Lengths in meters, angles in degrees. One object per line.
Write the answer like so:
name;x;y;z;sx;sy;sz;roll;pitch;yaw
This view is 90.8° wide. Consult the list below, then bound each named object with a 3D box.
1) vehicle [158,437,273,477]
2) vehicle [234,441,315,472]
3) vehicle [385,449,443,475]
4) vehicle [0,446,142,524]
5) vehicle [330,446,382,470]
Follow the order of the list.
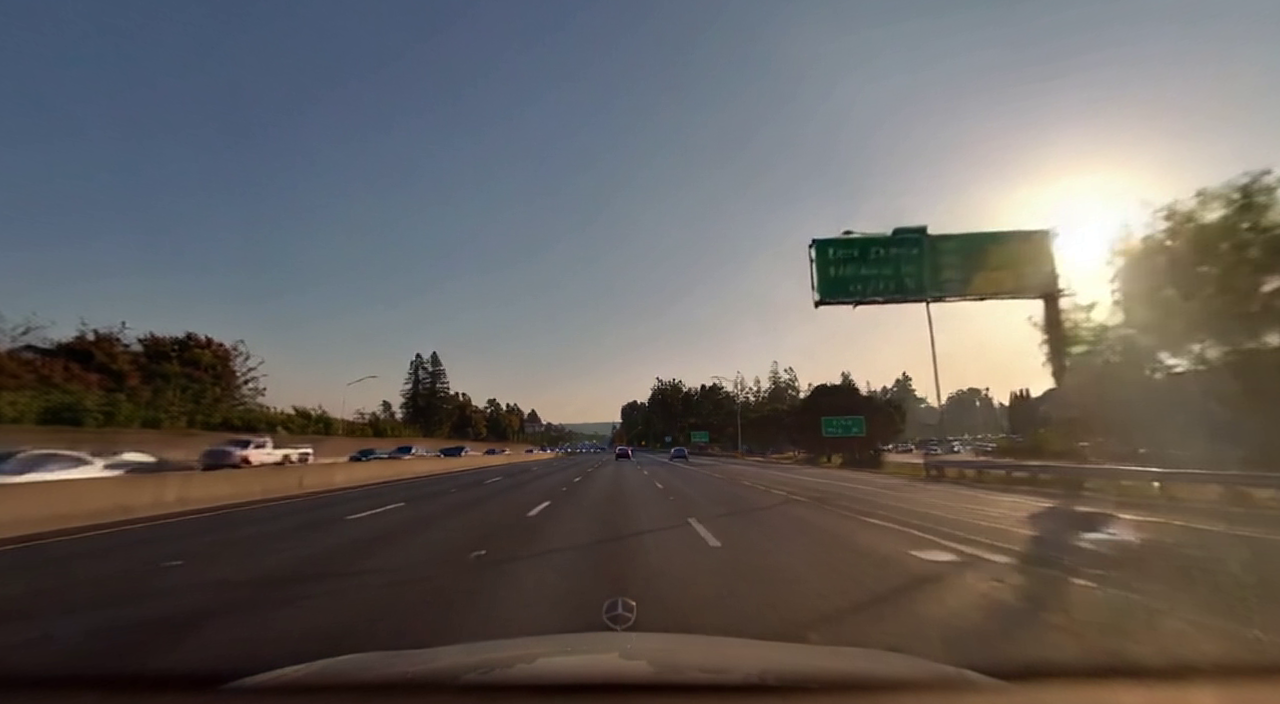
vehicle;-23.319;5.769;35.098;2.290;1.994;6.114;0;-9;-2
vehicle;-23.574;6.747;41.063;2.336;1.904;5.050;0;-9;-2
vehicle;-13.406;6.533;37.724;1.881;1.427;4.211;0;-9;0
vehicle;-12.972;2.645;12.831;1.969;1.441;4.622;0;-9;-1
vehicle;-20.437;7.607;45.643;1.936;1.607;4.160;0;-9;-2
